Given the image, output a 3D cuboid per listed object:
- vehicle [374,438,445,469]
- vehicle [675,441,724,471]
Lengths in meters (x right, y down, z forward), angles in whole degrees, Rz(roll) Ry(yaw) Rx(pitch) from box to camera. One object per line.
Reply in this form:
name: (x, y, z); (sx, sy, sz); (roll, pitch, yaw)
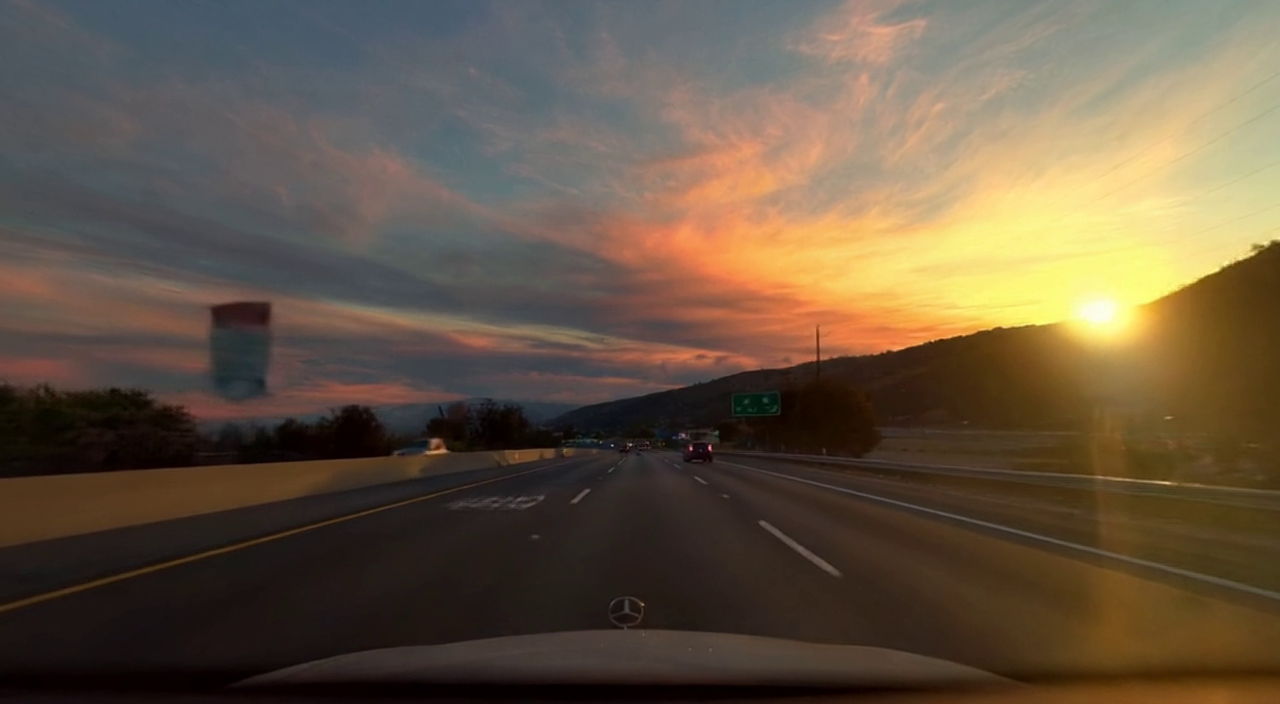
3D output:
vehicle: (-13.889, 6.146, 38.400); (2.169, 1.748, 5.228); (-1, -8, 2)
vehicle: (3.139, 5.601, 34.209); (2.193, 1.462, 4.533); (0, -8, -1)
